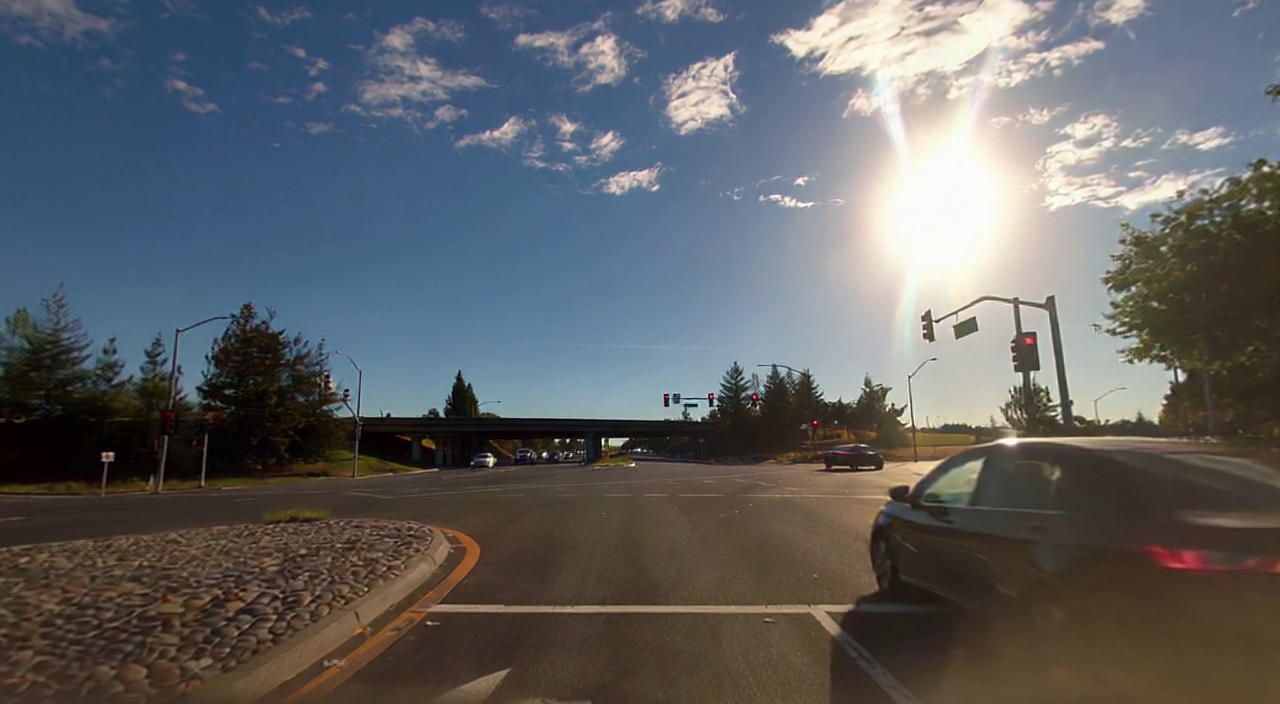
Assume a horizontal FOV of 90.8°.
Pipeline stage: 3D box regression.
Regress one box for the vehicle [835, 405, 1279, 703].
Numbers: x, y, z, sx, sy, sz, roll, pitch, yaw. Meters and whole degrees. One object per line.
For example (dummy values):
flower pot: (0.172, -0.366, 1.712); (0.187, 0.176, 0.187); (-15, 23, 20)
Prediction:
vehicle: (2.857, 1.159, 3.794); (1.909, 1.425, 4.521); (0, -8, 0)
